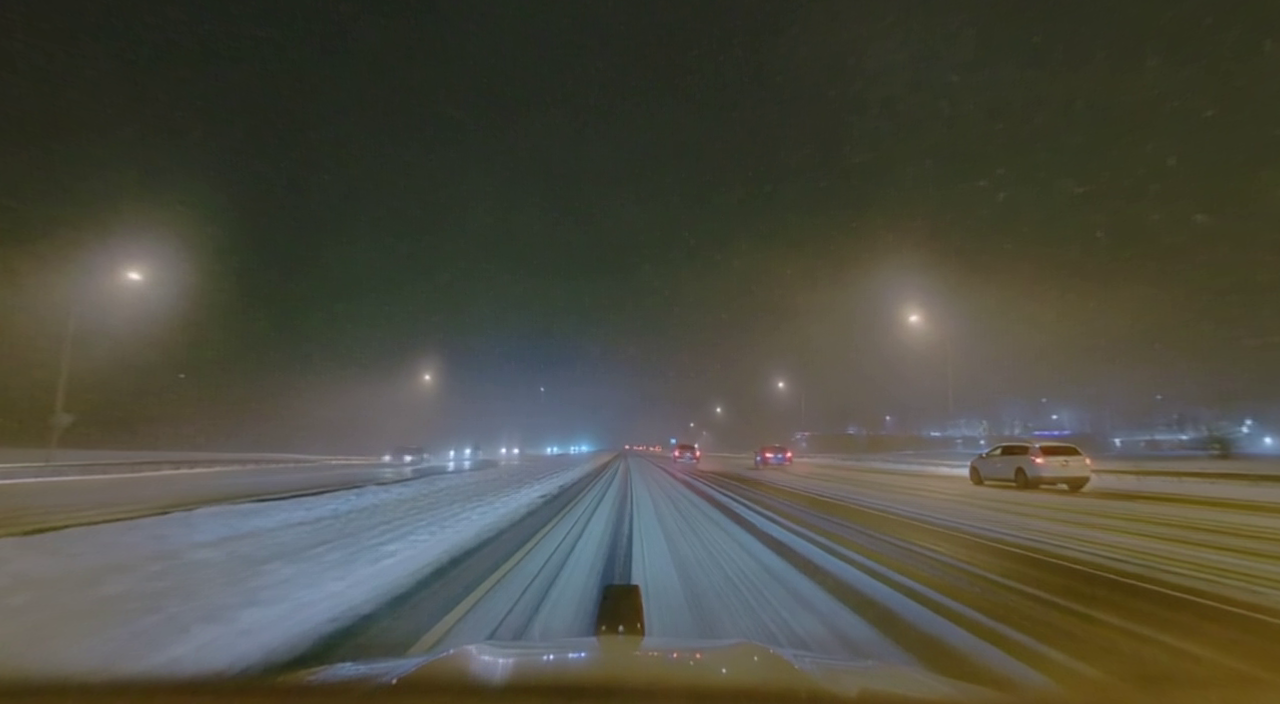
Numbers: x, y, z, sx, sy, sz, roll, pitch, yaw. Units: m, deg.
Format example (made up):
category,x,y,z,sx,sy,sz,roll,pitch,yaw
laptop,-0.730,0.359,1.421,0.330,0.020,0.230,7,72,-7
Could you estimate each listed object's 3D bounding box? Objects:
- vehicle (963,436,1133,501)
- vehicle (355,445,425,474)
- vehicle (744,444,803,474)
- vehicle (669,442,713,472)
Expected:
category,x,y,z,sx,sy,sz,roll,pitch,yaw
vehicle,10.957,3.128,17.382,1.844,1.560,4.085,0,-9,-1
vehicle,-14.509,6.223,37.009,2.113,1.491,5.013,0,-8,-1
vehicle,6.820,5.507,32.737,1.952,1.442,4.259,0,-9,-2
vehicle,2.829,5.934,35.945,1.977,1.601,4.598,0,-9,-2
